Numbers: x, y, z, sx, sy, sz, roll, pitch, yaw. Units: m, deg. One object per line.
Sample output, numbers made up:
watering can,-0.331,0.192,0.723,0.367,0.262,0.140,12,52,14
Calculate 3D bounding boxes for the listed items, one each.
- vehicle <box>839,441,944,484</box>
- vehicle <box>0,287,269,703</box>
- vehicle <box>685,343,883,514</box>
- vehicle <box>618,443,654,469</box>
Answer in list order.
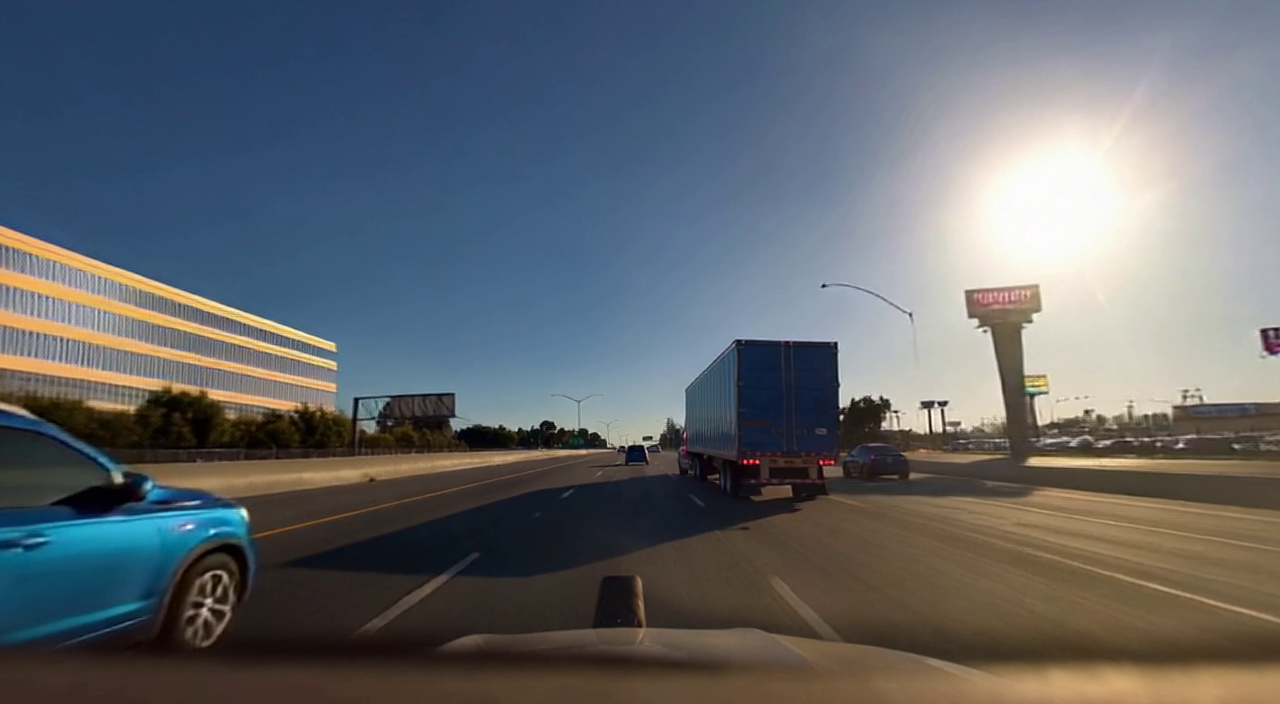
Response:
vehicle,9.421,4.163,24.159,2.105,1.494,4.537,0,-8,0
vehicle,-3.389,0.563,1.419,2.229,1.806,4.698,0,-8,0
vehicle,3.176,2.273,17.808,2.934,3.325,10.986,0,-8,0
vehicle,-0.212,5.908,36.107,1.929,1.395,3.999,0,-8,0
